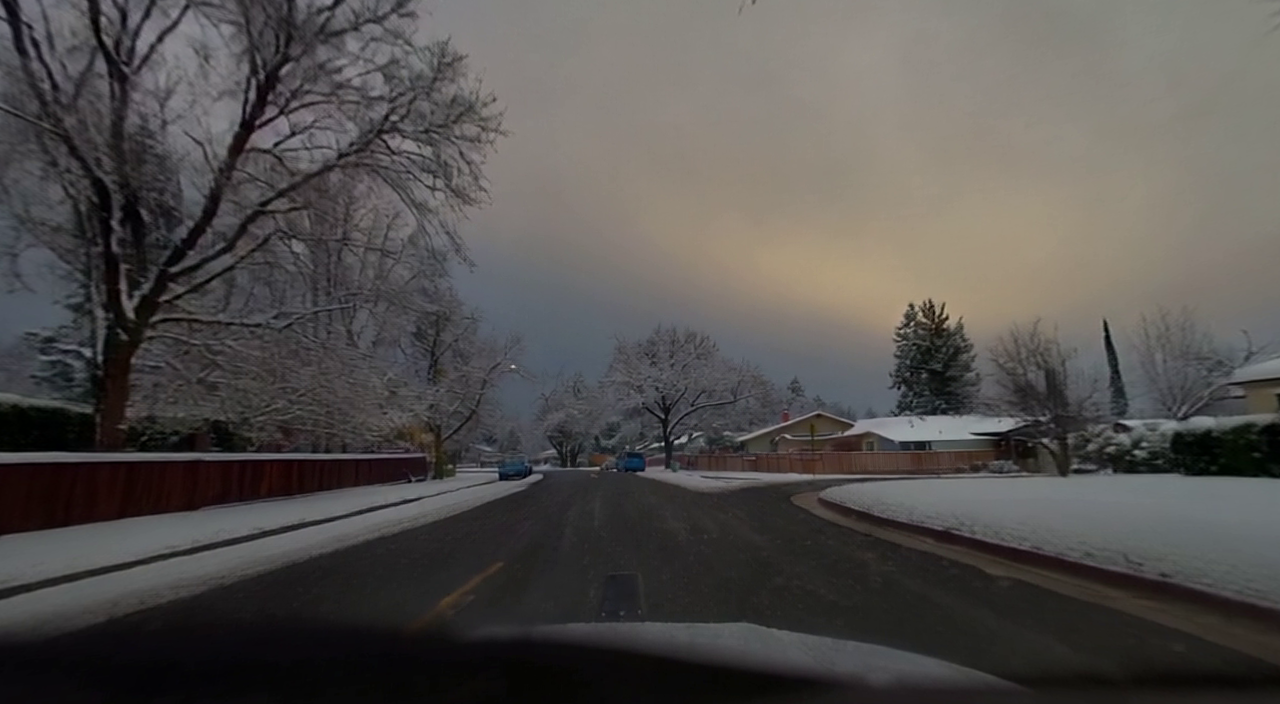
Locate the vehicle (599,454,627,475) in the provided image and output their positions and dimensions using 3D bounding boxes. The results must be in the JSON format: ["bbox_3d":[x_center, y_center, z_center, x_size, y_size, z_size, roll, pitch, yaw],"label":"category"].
[{"bbox_3d":[-2.127,8.604,48.326,2.064,1.477,3.968,1,-9,-4],"label":"vehicle"}]
